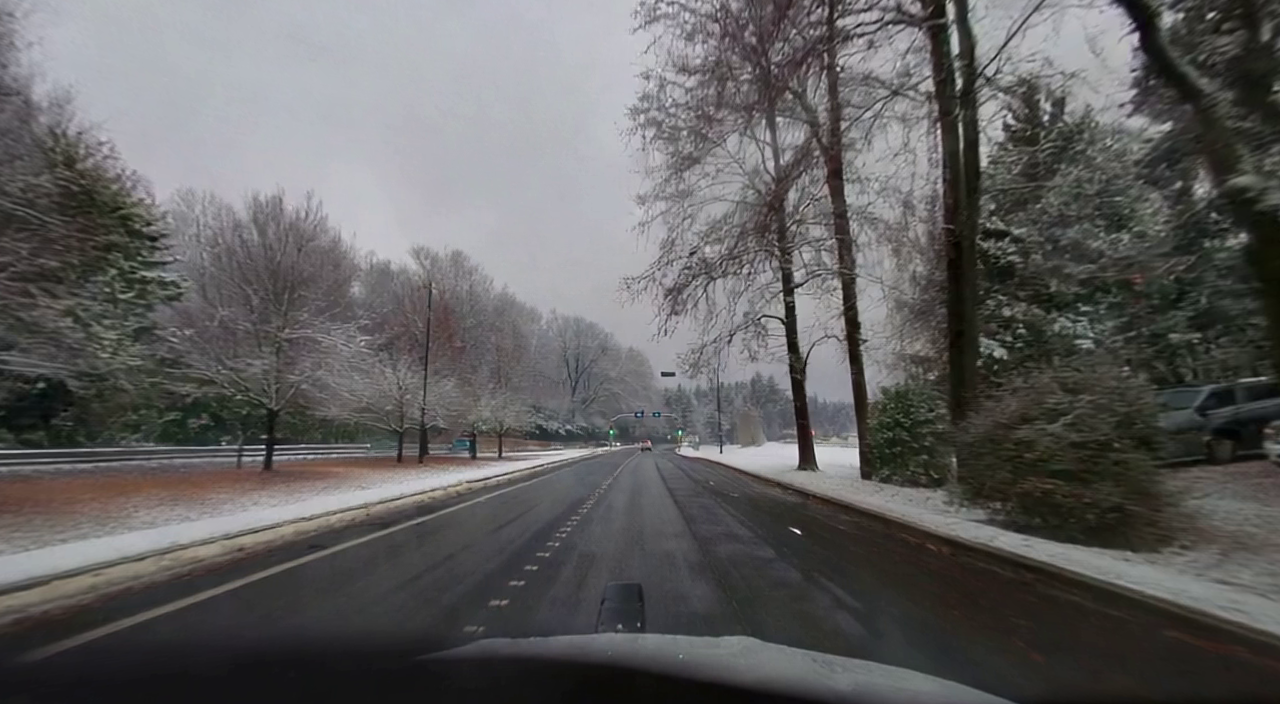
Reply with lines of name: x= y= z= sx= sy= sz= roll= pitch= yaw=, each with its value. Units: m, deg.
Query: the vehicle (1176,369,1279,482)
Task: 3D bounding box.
vehicle: x=11.123 y=1.111 z=9.285 sx=4.428 sy=1.562 sz=2.133 roll=0 pitch=-8 yaw=0

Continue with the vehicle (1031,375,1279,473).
vehicle: x=11.919 y=1.638 z=14.227 sx=4.625 sy=1.797 sz=2.092 roll=-4 pitch=-8 yaw=0
